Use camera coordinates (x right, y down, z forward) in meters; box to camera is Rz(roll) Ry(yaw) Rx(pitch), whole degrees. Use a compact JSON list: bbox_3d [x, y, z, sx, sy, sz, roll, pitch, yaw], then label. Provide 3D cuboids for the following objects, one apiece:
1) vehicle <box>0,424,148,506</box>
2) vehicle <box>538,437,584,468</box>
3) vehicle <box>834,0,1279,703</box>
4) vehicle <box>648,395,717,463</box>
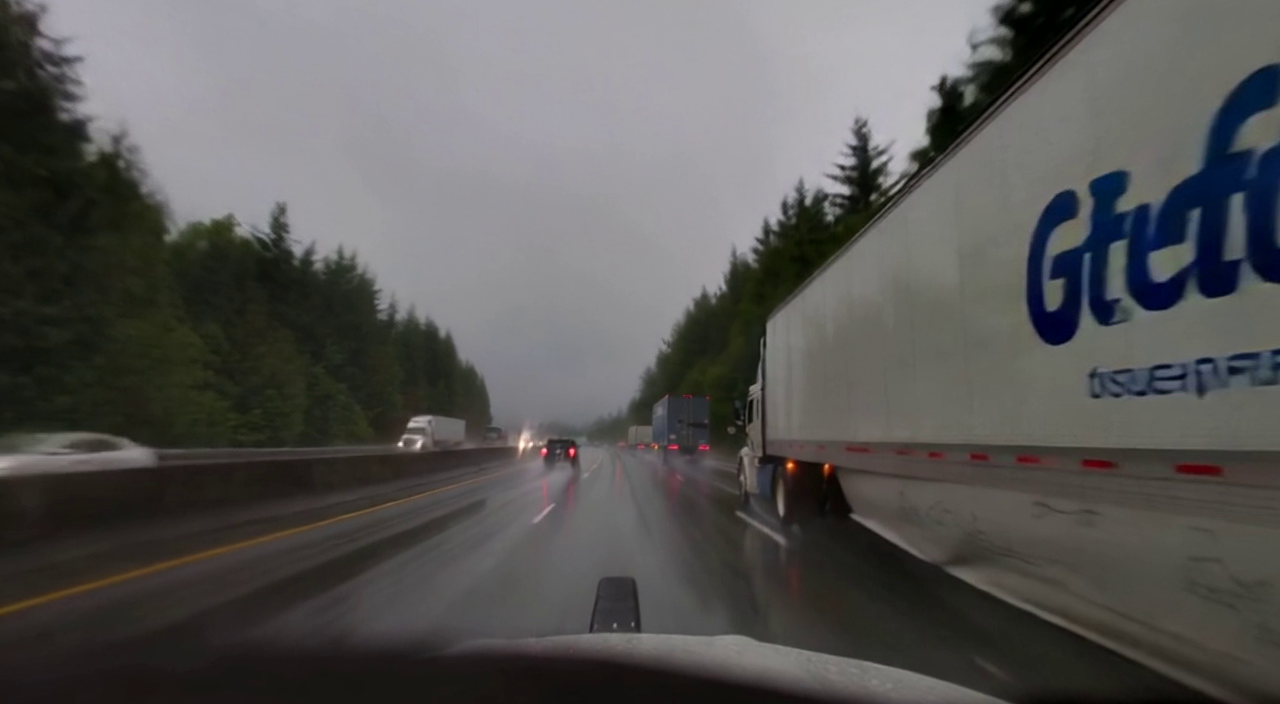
[{"bbox_3d":[-12.587,2.210,12.482,1.930,1.468,4.667,0,-8,-1],"label":"vehicle"},{"bbox_3d":[-4.463,5.754,36.330,2.206,1.644,4.027,0,-8,-1],"label":"vehicle"},{"bbox_3d":[3.899,-0.604,0.657,2.948,4.045,13.051,0,-8,-1],"label":"vehicle"},{"bbox_3d":[2.620,5.567,44.544,3.116,3.992,13.748,0,-8,-3],"label":"vehicle"}]
